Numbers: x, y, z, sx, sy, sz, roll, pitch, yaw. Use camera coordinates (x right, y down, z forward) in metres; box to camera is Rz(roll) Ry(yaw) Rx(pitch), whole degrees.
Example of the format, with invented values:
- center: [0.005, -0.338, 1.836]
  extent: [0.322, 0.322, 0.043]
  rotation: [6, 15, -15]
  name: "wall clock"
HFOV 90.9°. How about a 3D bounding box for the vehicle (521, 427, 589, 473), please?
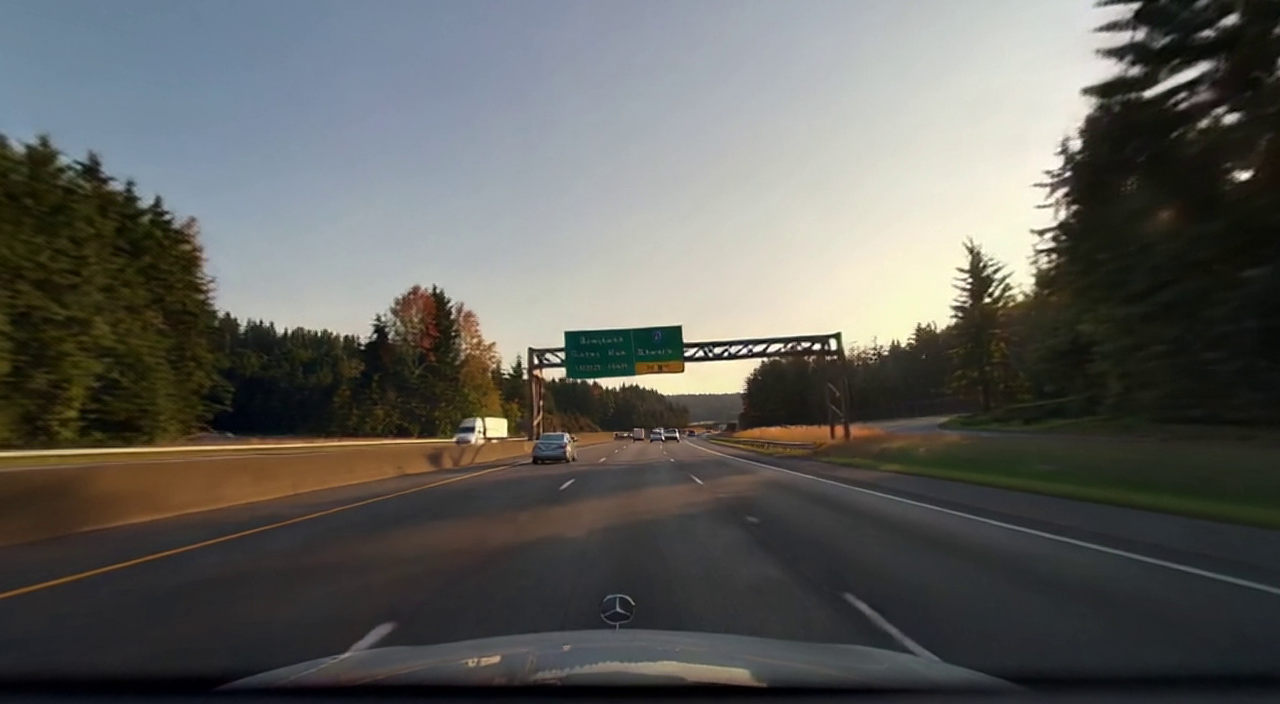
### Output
- center: [-3.236, 3.812, 24.745]
  extent: [2.084, 1.654, 4.080]
  rotation: [0, -8, 0]
  name: "vehicle"
